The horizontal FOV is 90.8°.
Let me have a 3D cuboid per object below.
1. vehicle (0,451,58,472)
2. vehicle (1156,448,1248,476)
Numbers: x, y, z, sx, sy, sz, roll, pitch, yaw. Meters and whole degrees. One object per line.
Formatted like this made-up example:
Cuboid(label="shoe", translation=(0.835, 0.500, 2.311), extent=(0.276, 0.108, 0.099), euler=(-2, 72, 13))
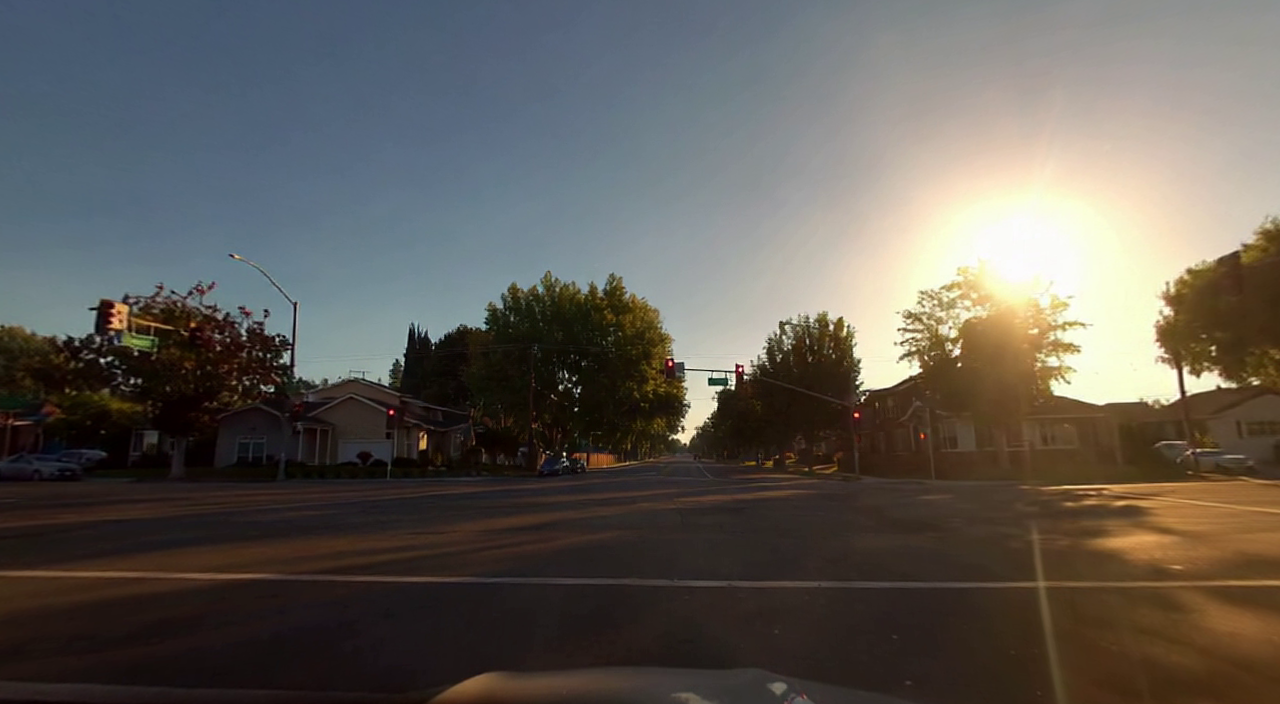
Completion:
Cuboid(label="vehicle", translation=(-44.302, 7.764, 44.971), extent=(3.949, 1.422, 1.744), euler=(0, -9, 1))
Cuboid(label="vehicle", translation=(36.768, 7.180, 41.502), extent=(1.853, 1.723, 4.460), euler=(0, -9, -1))
